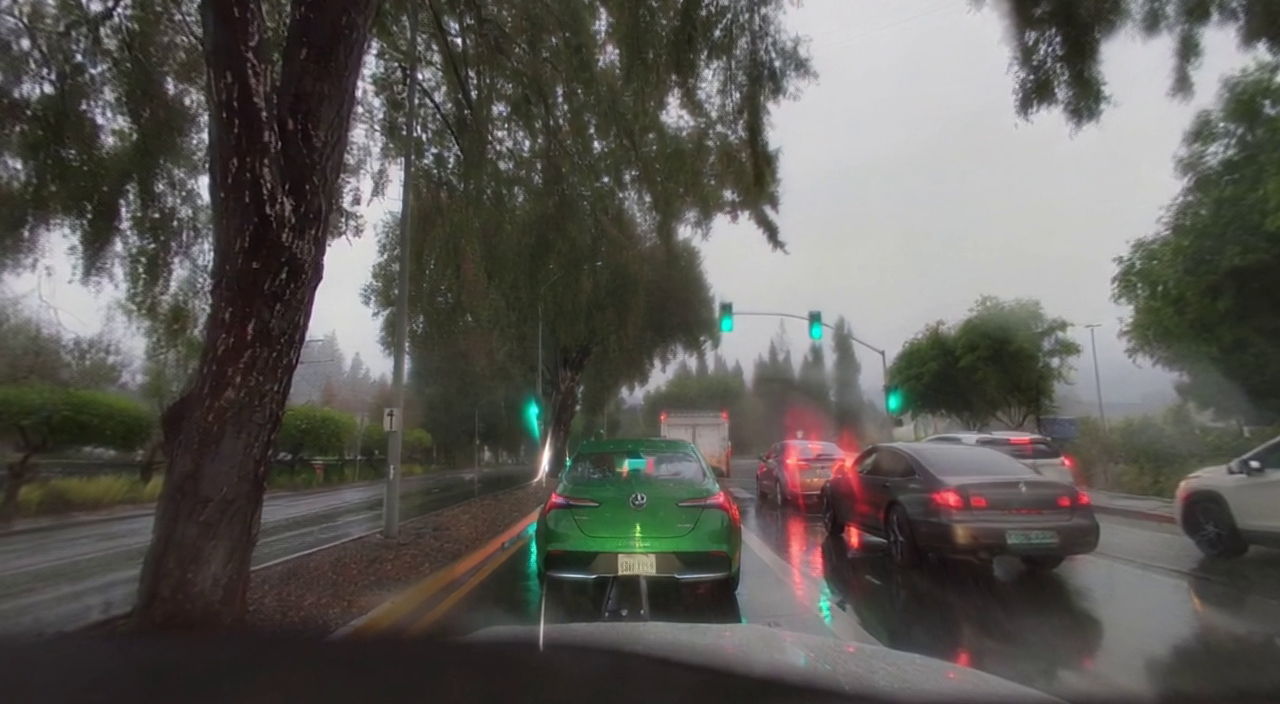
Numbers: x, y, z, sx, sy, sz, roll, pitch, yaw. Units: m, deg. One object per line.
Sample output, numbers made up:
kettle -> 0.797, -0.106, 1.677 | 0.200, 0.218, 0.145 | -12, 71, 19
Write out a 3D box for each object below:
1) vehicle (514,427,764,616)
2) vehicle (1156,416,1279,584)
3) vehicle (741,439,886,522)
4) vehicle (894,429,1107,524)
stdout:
vehicle -> 0.009, 1.684, 7.114 | 2.015, 1.502, 3.898 | 0, -9, 1
vehicle -> 6.940, 1.341, 5.589 | 1.783, 1.572, 3.421 | 0, -9, 1
vehicle -> 3.536, 2.715, 13.820 | 1.934, 1.494, 4.446 | 0, -9, 0
vehicle -> 7.026, 2.461, 12.909 | 1.923, 1.611, 4.094 | 0, -9, 0
